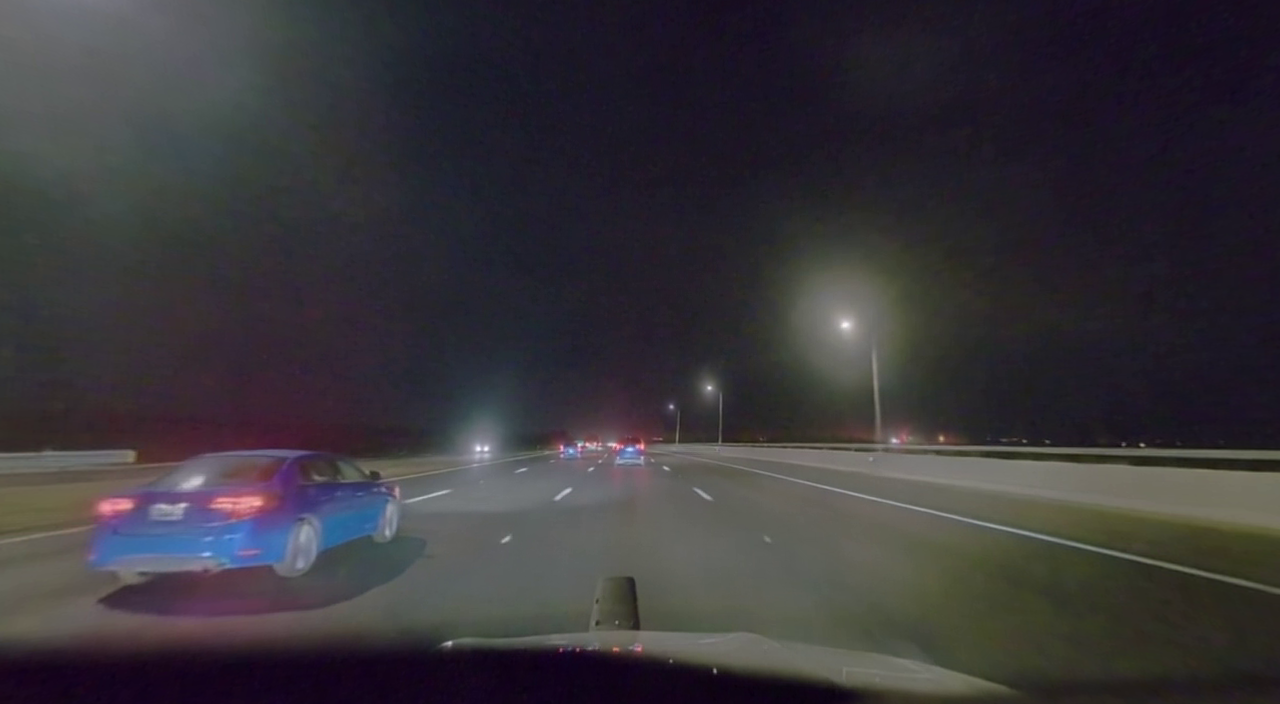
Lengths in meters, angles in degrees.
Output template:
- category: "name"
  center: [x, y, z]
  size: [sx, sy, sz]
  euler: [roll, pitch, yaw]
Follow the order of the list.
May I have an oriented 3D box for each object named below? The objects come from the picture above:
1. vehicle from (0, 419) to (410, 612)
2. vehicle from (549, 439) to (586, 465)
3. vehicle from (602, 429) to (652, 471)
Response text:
- category: "vehicle"
  center: [-4.267, 1.603, 7.083]
  size: [1.945, 1.550, 3.780]
  euler: [0, -8, 0]
- category: "vehicle"
  center: [-4.799, 6.657, 42.062]
  size: [2.039, 1.602, 4.317]
  euler: [0, -8, -1]
- category: "vehicle"
  center: [-0.662, 4.939, 31.994]
  size: [2.382, 1.973, 4.439]
  euler: [0, -8, -1]
